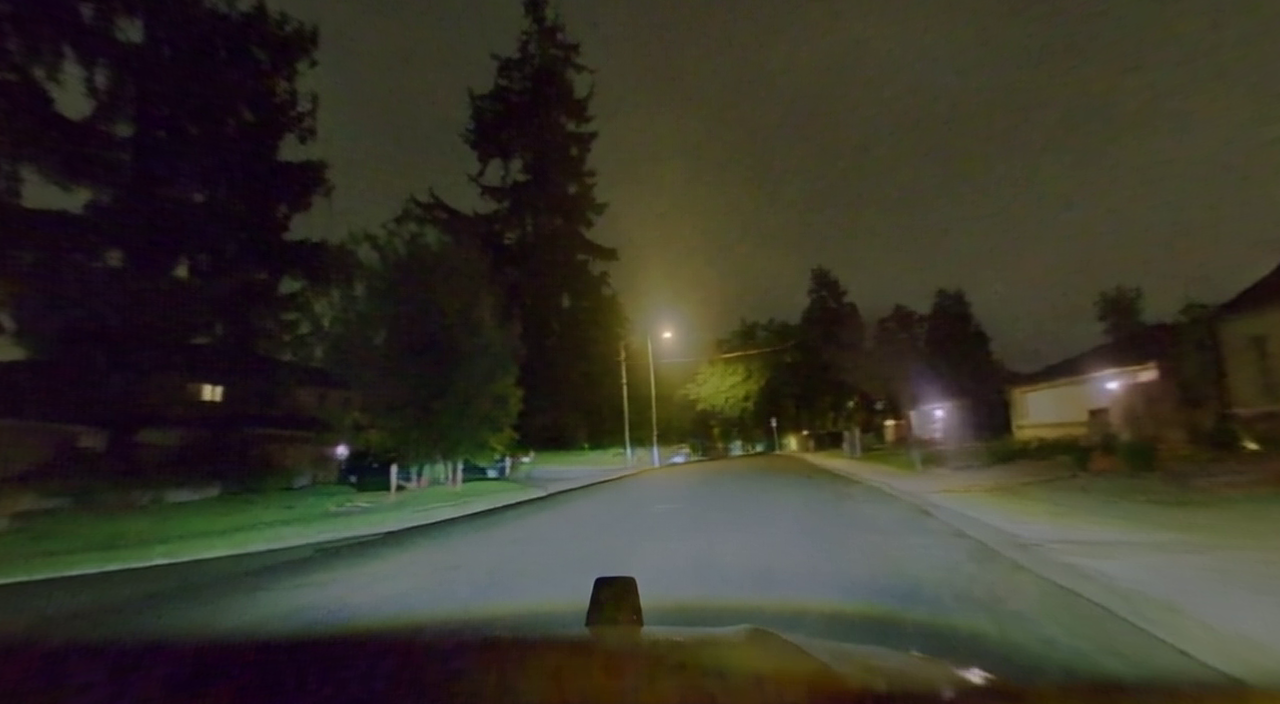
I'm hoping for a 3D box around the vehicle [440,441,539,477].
[{"bbox_3d":[-7.740,5.539,32.782,4.559,1.745,1.918,-2,-8,9],"label":"vehicle"}]

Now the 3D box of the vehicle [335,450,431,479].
[{"bbox_3d":[-13.958,6.091,34.372,4.531,1.470,1.855,-2,-9,13],"label":"vehicle"}]
